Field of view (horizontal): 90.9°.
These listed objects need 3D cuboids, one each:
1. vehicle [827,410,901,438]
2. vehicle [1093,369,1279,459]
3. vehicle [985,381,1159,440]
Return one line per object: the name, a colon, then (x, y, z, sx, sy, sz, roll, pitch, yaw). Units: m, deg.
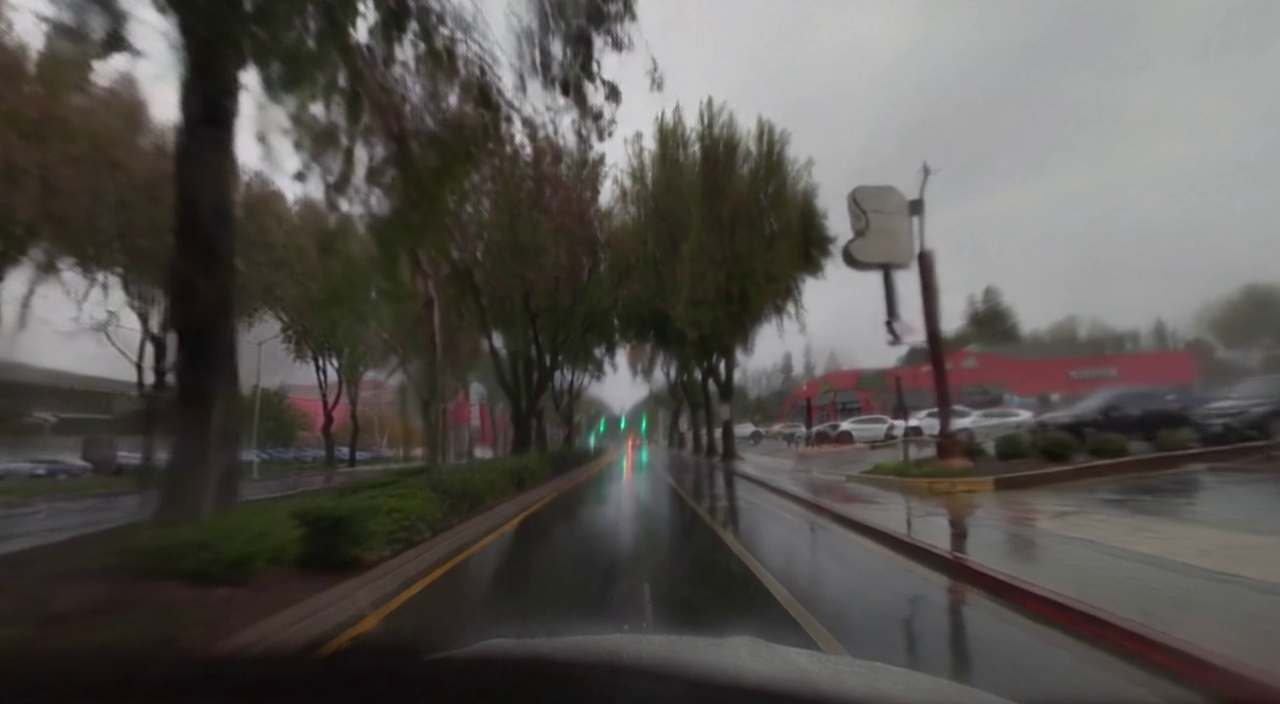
vehicle: (13.518, 4.403, 38.182, 3.756, 1.580, 1.886, -1, -8, 3)
vehicle: (12.304, 1.314, 13.683, 3.539, 1.473, 1.627, -7, -6, -2)
vehicle: (12.921, 1.793, 19.005, 3.982, 1.652, 1.747, 0, -8, -5)
